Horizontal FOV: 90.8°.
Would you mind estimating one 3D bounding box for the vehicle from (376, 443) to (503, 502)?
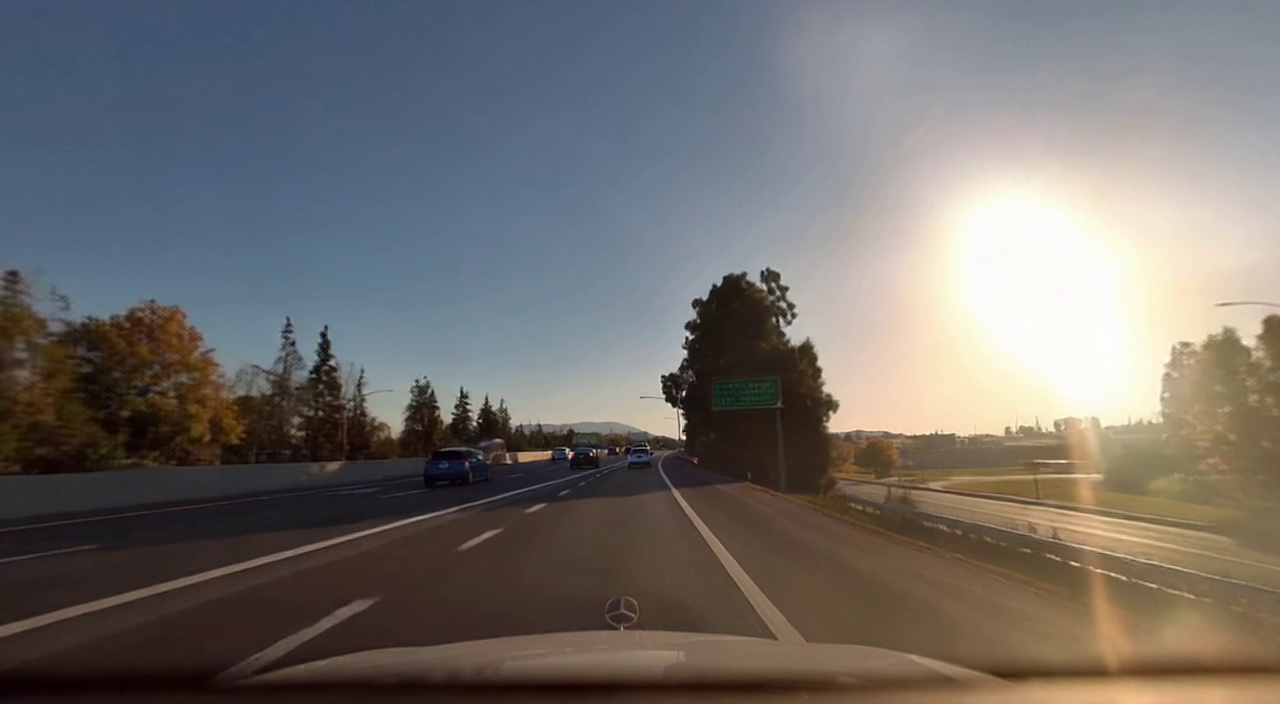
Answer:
[{"bbox_3d":[-5.966,3.638,19.549,2.102,1.562,4.884,-1,-9,3],"label":"vehicle"}]

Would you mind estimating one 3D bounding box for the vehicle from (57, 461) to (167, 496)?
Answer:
[{"bbox_3d":[-26.426,6.324,31.849,1.771,1.489,4.222,-1,-9,2],"label":"vehicle"}]

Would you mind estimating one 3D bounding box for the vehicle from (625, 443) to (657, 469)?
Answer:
[{"bbox_3d":[0.143,7.421,45.270,2.179,1.742,4.396,-1,-9,2],"label":"vehicle"}]
